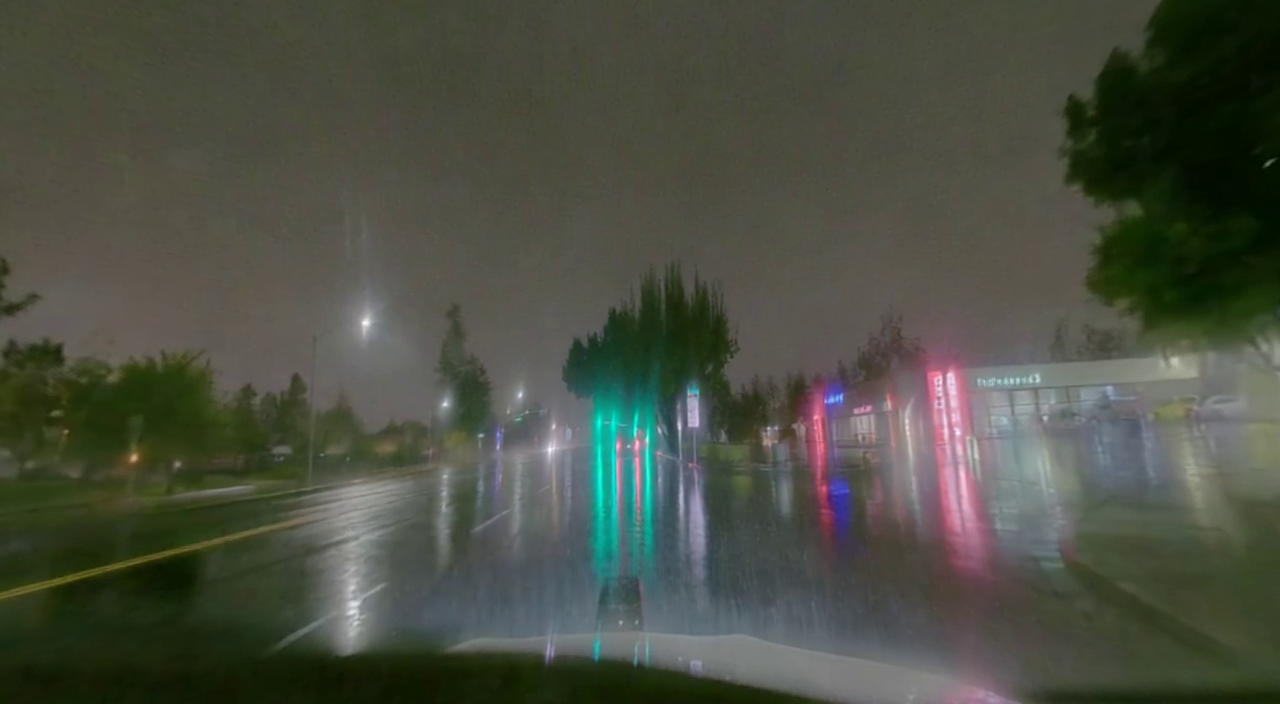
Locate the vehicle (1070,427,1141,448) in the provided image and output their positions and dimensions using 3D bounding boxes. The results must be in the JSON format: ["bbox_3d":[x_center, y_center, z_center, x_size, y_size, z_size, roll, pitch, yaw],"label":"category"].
[{"bbox_3d":[33.072,6.078,44.706,4.411,1.457,2.013,3,-9,-24],"label":"vehicle"}]
